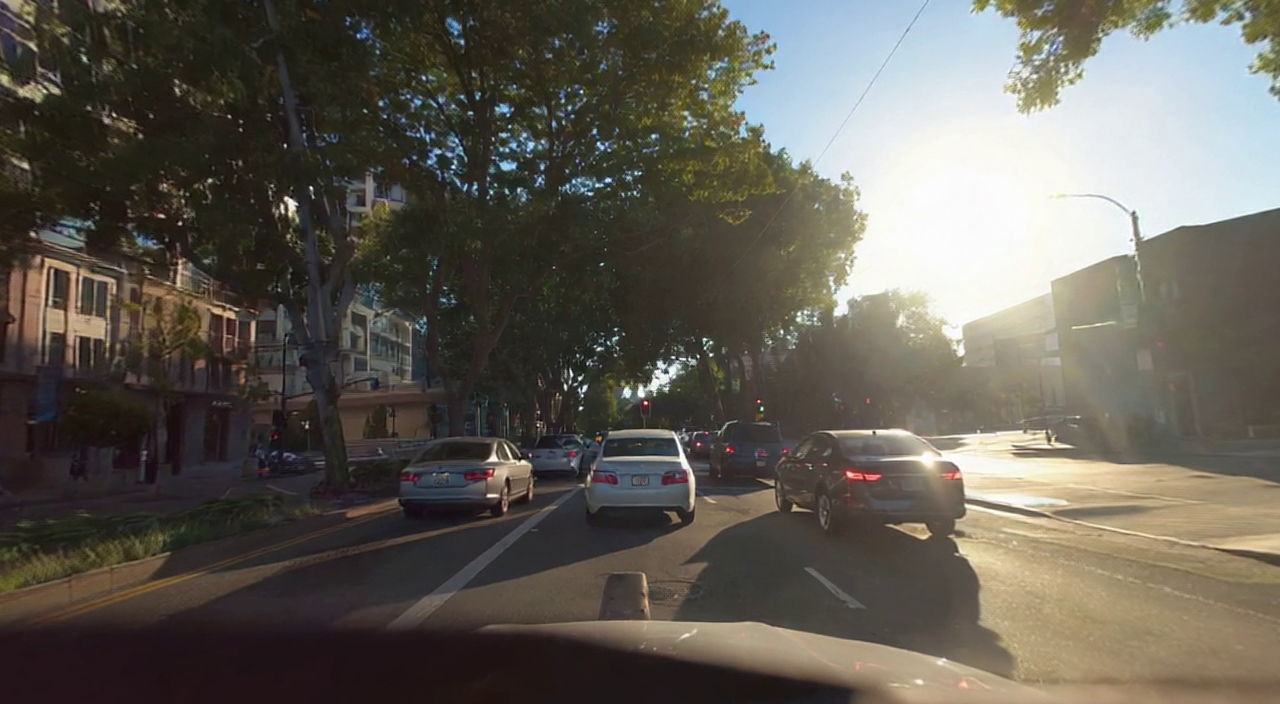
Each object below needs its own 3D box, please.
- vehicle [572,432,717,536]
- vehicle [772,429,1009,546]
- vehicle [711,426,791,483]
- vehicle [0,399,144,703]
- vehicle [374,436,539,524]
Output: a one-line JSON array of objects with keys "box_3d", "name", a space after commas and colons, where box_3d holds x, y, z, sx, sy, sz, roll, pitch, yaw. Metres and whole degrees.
[{"box_3d": [0.010, 2.215, 11.202, 2.101, 1.480, 3.929, 0, -8, -2], "name": "vehicle"}, {"box_3d": [3.739, 2.094, 10.483, 1.990, 1.486, 4.431, 0, -8, -2], "name": "vehicle"}, {"box_3d": [4.199, 3.994, 24.800, 2.142, 1.957, 5.443, 0, -8, 0], "name": "vehicle"}, {"box_3d": [-3.361, 0.686, 0.676, 2.038, 1.481, 4.379, 0, -8, 1], "name": "vehicle"}, {"box_3d": [-3.429, 2.461, 12.713, 2.002, 1.465, 4.098, 0, -8, 1], "name": "vehicle"}]
